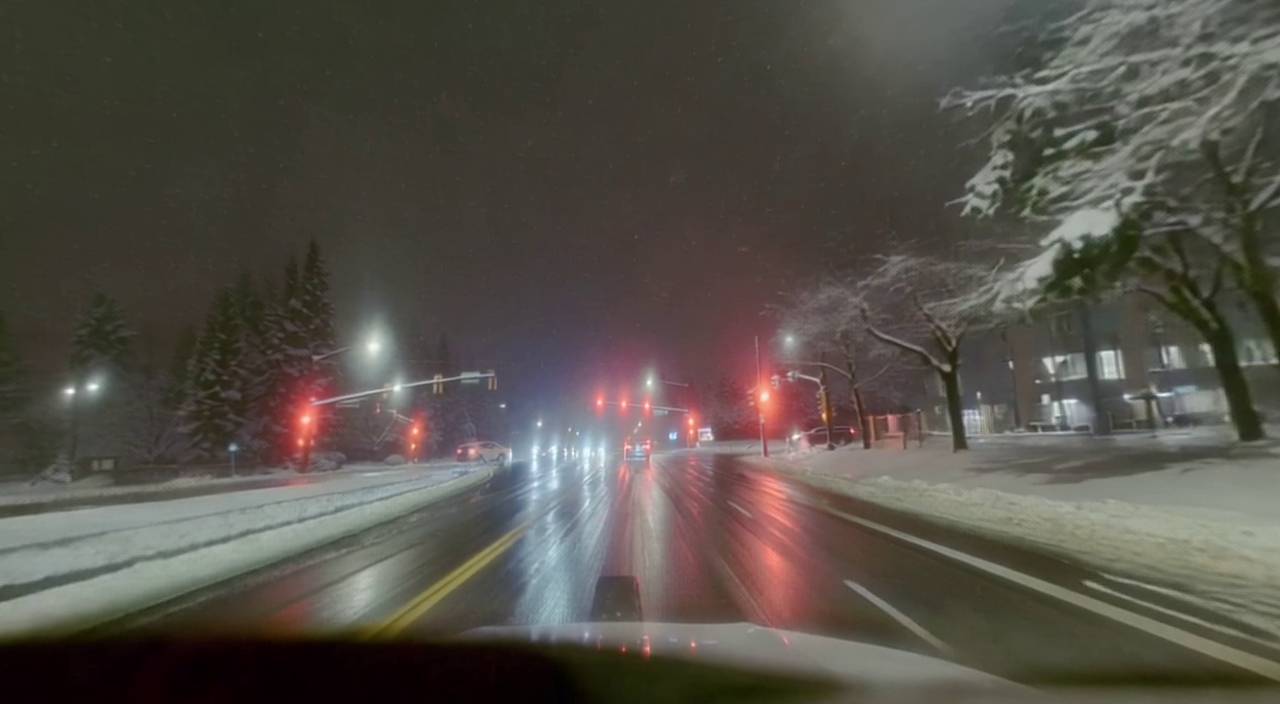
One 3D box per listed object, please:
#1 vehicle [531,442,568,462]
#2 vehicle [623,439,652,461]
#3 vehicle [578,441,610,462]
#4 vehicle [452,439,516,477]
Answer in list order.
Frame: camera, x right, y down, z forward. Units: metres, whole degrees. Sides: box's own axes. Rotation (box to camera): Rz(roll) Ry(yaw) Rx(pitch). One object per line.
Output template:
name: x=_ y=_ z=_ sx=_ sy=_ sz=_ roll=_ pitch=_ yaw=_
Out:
vehicle: x=-6.799 y=7.549 z=47.952 sx=2.074 sy=1.447 sz=4.224 roll=0 pitch=-8 yaw=1
vehicle: x=-0.137 y=7.000 z=45.222 sx=1.985 sy=1.521 sz=3.968 roll=0 pitch=-8 yaw=0
vehicle: x=-3.220 y=7.134 z=45.359 sx=1.946 sy=1.437 sz=4.154 roll=0 pitch=-8 yaw=1
vehicle: x=-6.986 y=4.781 z=28.750 sx=1.869 sy=1.570 sz=4.064 roll=0 pitch=-8 yaw=0
